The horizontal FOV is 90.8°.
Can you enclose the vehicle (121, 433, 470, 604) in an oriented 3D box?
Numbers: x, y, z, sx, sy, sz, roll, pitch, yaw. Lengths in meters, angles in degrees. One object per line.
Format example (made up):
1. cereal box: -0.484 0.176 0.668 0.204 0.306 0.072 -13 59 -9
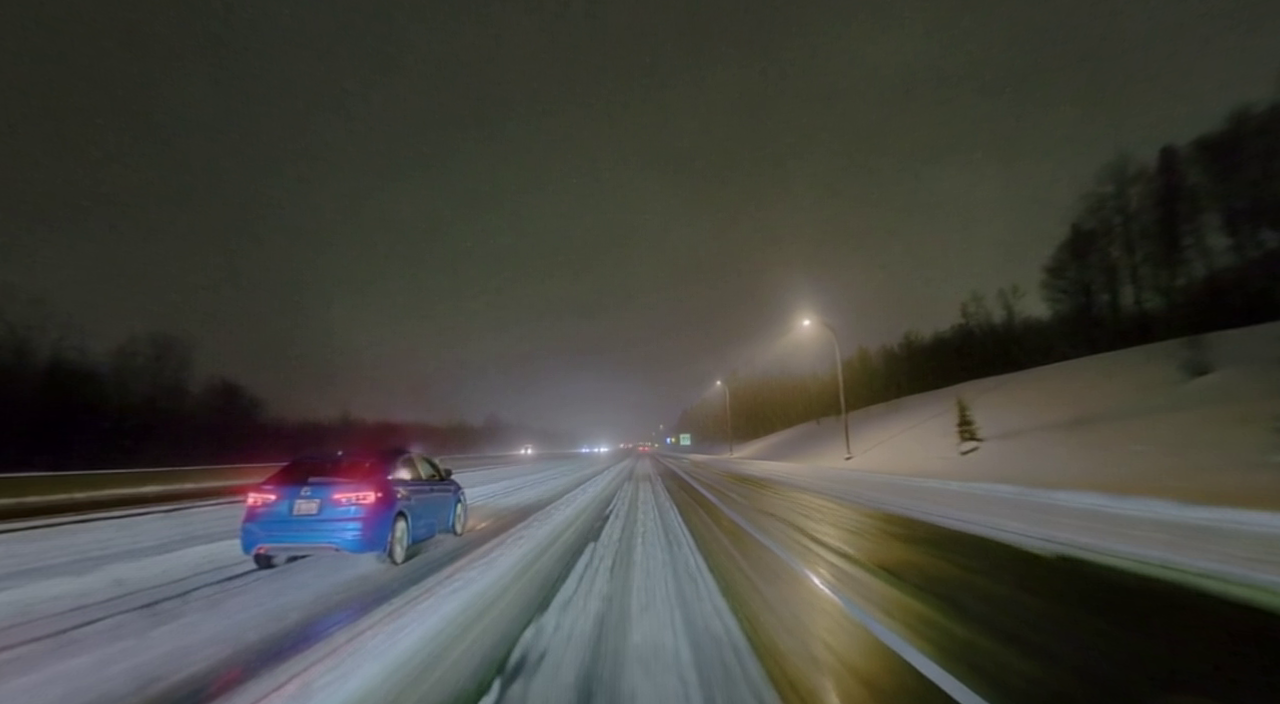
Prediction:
1. vehicle: -3.558 1.758 7.510 1.935 1.479 3.787 0 -9 1
